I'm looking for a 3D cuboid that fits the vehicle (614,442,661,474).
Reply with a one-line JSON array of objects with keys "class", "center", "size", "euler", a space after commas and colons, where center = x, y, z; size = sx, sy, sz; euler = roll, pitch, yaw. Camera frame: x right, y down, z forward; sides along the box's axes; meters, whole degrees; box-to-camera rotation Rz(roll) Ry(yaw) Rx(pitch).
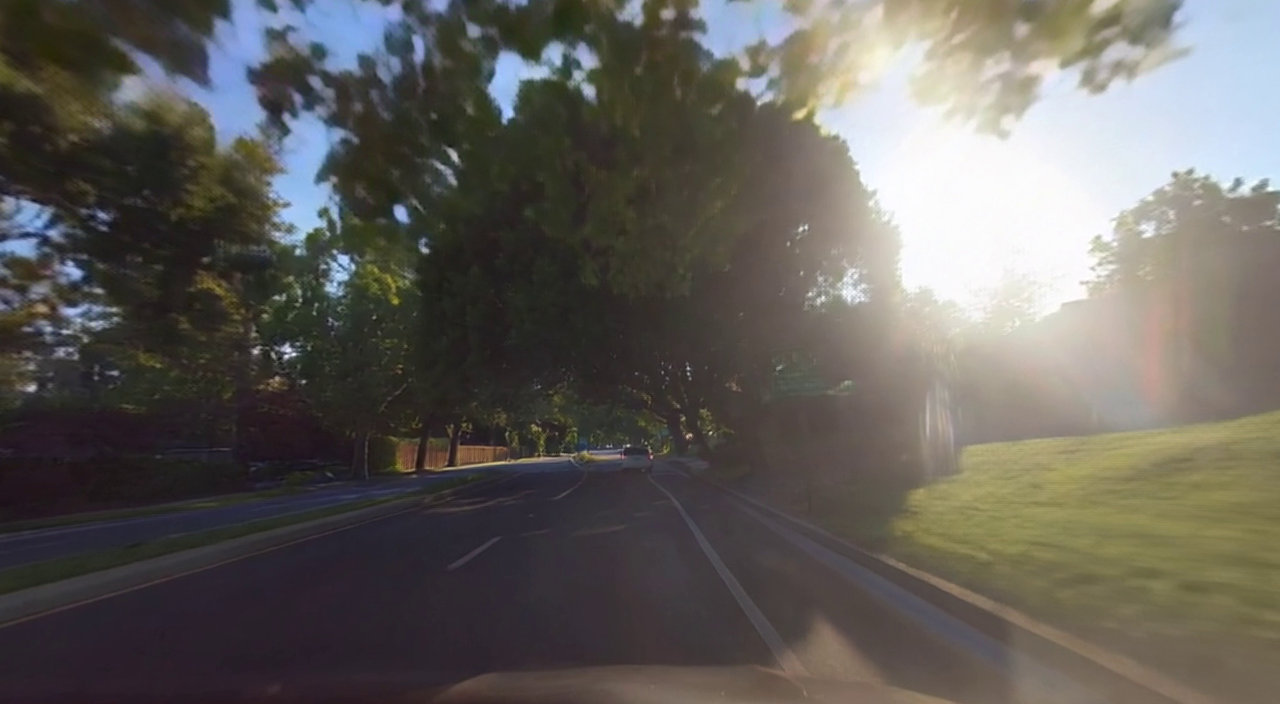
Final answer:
[{"class": "vehicle", "center": [-0.059, 5.227, 31.421], "size": [2.111, 1.466, 4.223], "euler": [-1, -8, 2]}]
